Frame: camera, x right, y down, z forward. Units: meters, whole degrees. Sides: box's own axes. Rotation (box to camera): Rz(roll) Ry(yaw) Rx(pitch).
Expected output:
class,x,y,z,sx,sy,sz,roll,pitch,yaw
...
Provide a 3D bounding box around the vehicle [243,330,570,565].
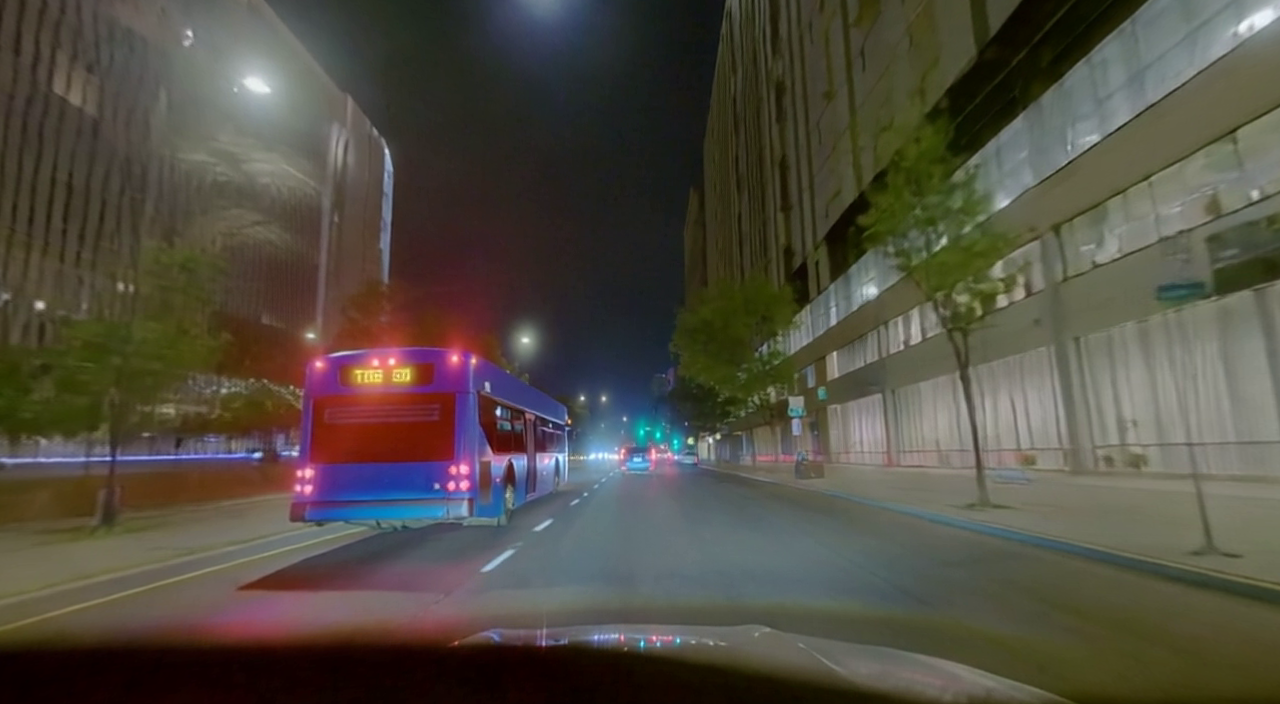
class,x,y,z,sx,sy,sz,roll,pitch,yaw
vehicle,-3.353,1.742,12.151,2.920,2.884,8.588,0,-8,1

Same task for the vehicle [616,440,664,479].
class,x,y,z,sx,sy,sz,roll,pitch,yaw
vehicle,0.042,5.051,29.853,2.120,1.727,3.917,0,-9,1
